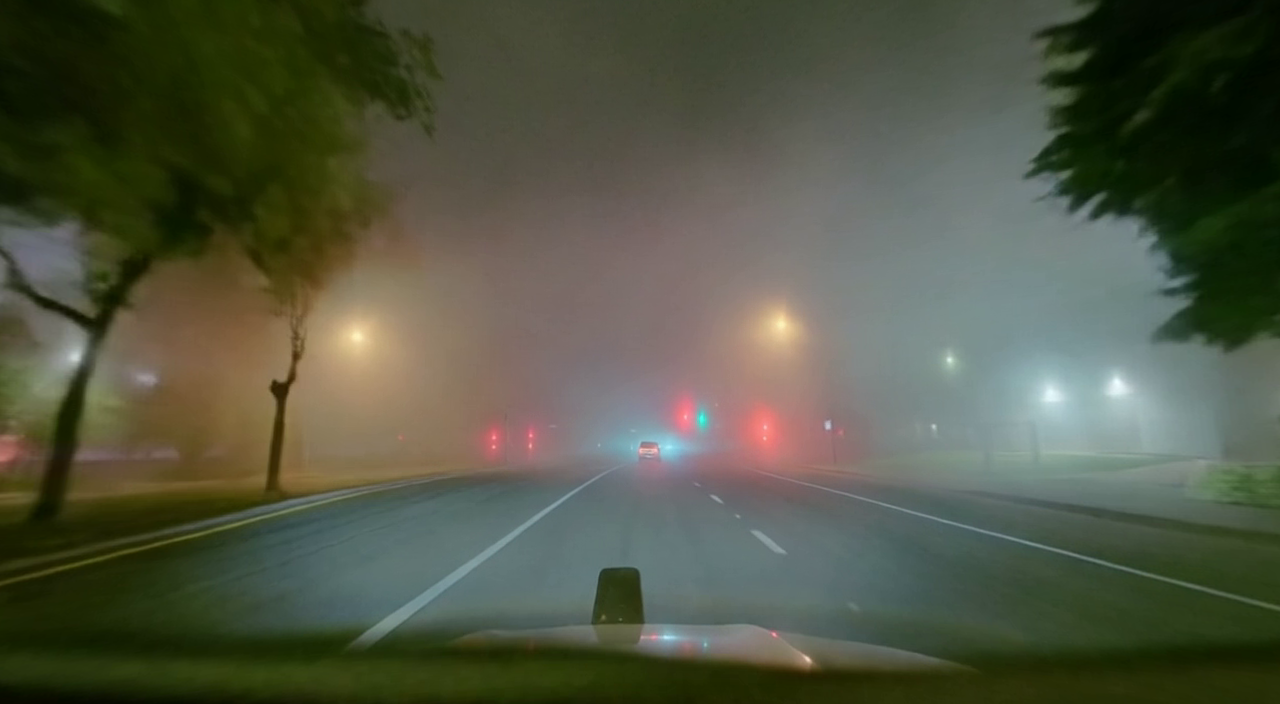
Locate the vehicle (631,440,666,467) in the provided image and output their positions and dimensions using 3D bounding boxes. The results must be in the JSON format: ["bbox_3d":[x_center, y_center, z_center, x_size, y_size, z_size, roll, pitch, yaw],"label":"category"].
[{"bbox_3d":[0.563,6.312,39.359,2.037,1.568,3.693,0,-9,3],"label":"vehicle"}]
